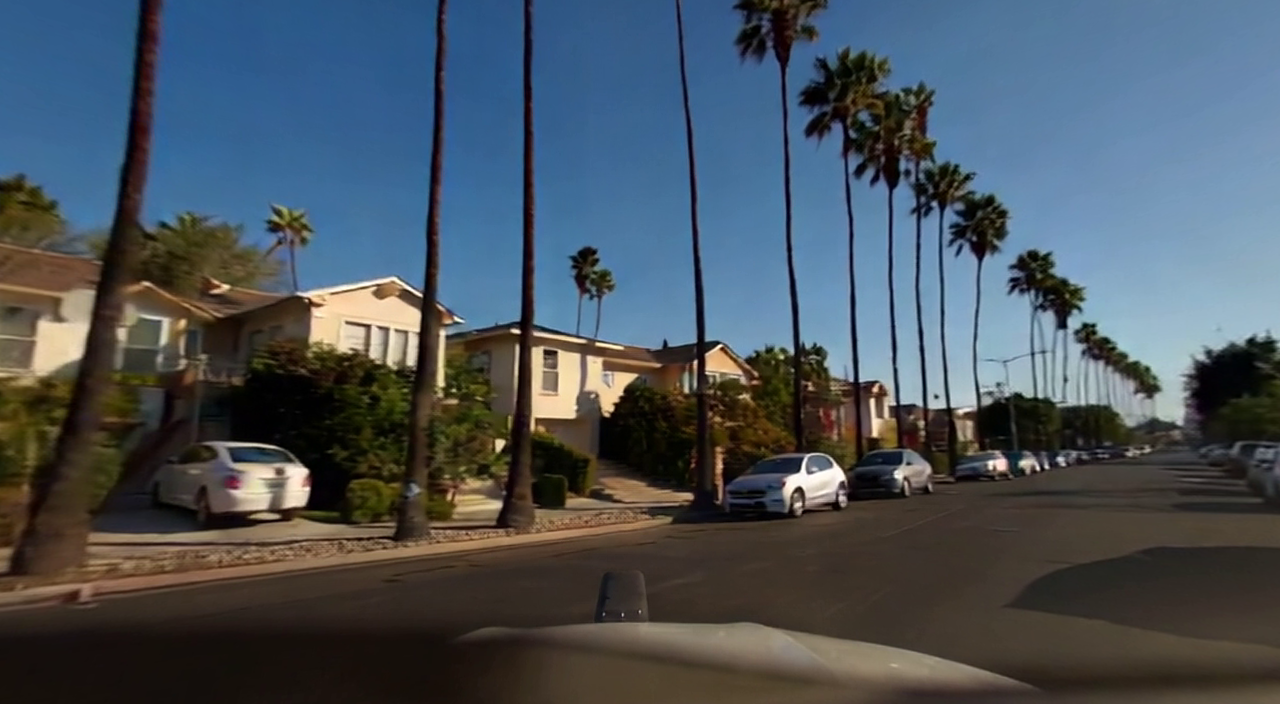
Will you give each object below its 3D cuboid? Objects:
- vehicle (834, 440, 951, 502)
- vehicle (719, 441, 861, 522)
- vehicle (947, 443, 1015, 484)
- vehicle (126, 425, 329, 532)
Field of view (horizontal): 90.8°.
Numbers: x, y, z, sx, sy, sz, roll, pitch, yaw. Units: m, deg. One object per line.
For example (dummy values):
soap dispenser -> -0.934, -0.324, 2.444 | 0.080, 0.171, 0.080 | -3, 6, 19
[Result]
vehicle -> 8.669, 3.918, 21.391 | 2.020, 1.819, 5.168 | -8, -11, 40
vehicle -> 3.755, 3.048, 15.449 | 1.816, 1.697, 3.777 | -7, -11, 39
vehicle -> 16.658, 5.393, 30.765 | 1.947, 1.803, 4.381 | -8, -12, 38
vehicle -> -7.863, 2.275, 11.927 | 4.057, 1.630, 2.134 | -8, -11, 42
